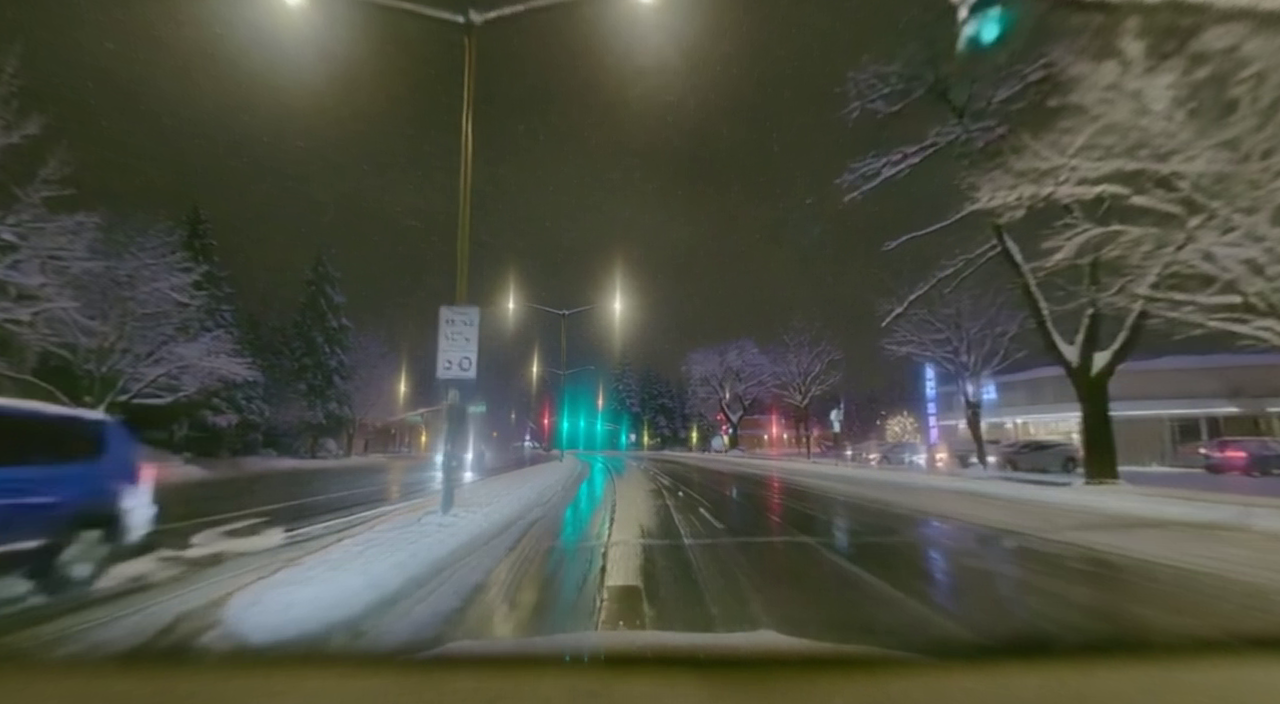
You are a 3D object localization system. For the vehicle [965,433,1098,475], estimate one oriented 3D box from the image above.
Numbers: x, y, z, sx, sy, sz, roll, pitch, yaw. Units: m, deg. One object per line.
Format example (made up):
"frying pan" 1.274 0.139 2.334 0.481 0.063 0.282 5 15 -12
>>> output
"vehicle" 17.217 4.539 27.956 4.481 1.685 2.195 2 -10 -4

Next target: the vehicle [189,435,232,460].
"vehicle" -33.579 7.480 49.480 2.072 1.840 5.198 4 -10 -27

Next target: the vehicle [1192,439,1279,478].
"vehicle" 30.730 5.223 30.981 5.610 1.800 2.254 2 -9 -8

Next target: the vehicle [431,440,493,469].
"vehicle" -9.772 5.631 35.003 2.094 1.485 4.446 0 -9 1

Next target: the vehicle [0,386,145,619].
"vehicle" -5.638 0.999 3.872 2.057 1.709 4.590 1 -9 -10
